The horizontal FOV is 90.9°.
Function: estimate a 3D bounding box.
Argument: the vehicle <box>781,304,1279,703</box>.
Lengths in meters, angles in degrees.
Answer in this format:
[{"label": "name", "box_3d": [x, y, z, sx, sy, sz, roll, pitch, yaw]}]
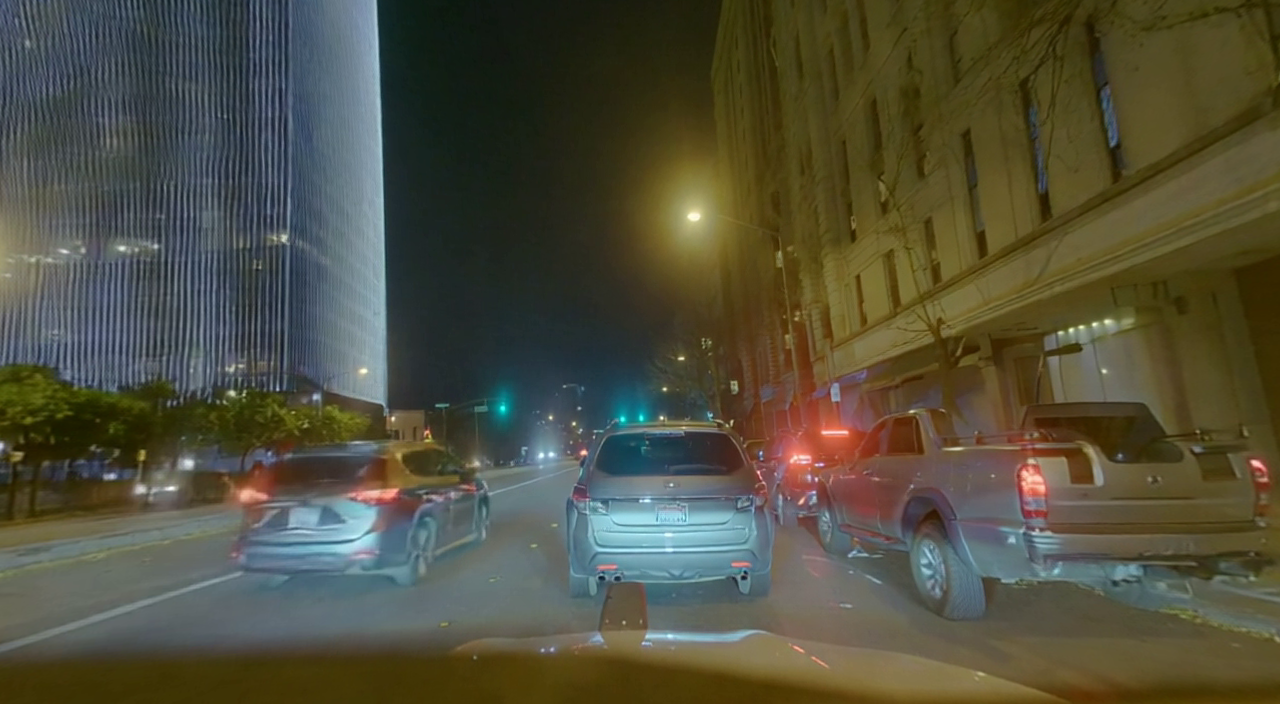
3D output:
[{"label": "vehicle", "box_3d": [2.756, 1.079, 4.914, 2.117, 1.855, 4.794, 0, -9, -1]}]

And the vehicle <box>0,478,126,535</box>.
[{"label": "vehicle", "box_3d": [-22.637, 5.772, 24.030, 1.975, 1.698, 4.715, 0, -9, 2]}]

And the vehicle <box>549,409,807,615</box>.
[{"label": "vehicle", "box_3d": [0.242, 1.540, 6.865, 2.045, 1.608, 3.573, 0, -9, -2]}]

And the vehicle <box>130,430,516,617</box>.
[{"label": "vehicle", "box_3d": [-3.029, 1.737, 7.494, 2.088, 1.483, 4.708, 0, -9, 1]}]
